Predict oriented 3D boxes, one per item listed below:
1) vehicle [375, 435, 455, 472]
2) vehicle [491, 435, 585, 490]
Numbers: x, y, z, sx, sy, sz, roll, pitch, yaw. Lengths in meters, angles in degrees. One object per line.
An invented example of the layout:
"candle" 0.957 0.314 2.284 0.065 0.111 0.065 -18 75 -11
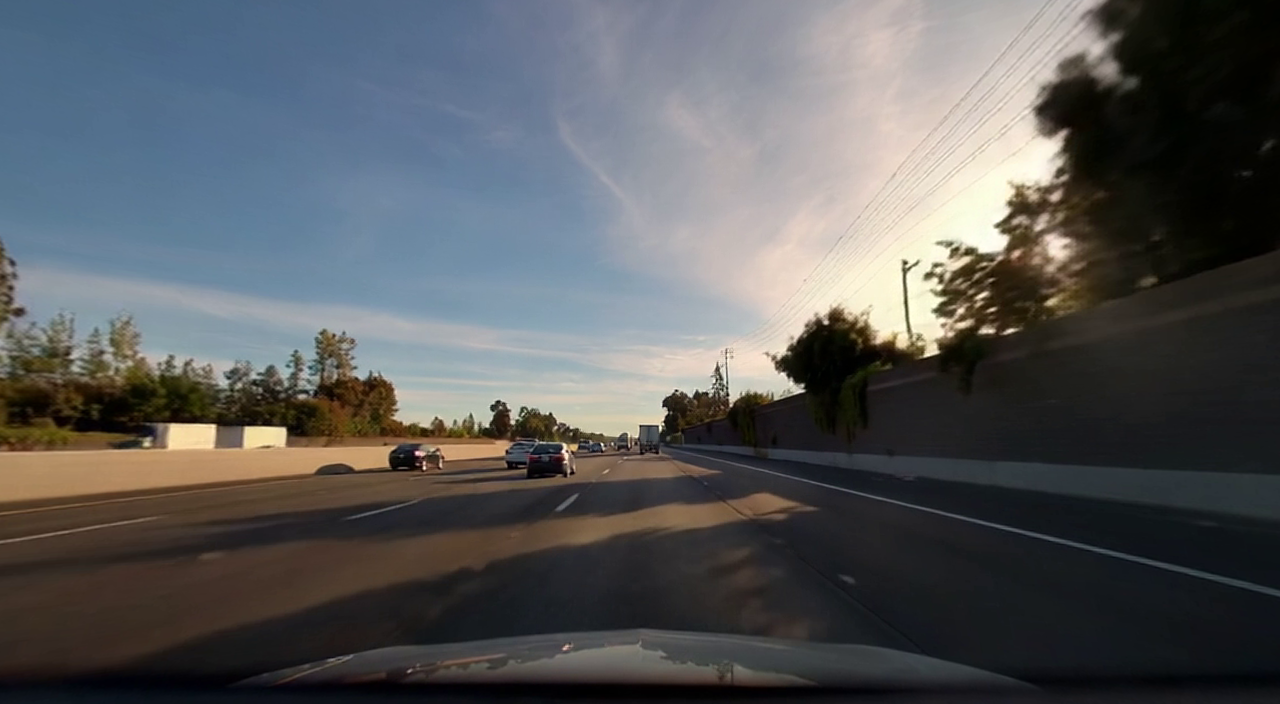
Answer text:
"vehicle" -10.740 4.904 30.482 2.058 1.621 4.739 0 -9 1
"vehicle" -3.085 3.486 20.189 2.045 1.532 4.954 0 -9 1
